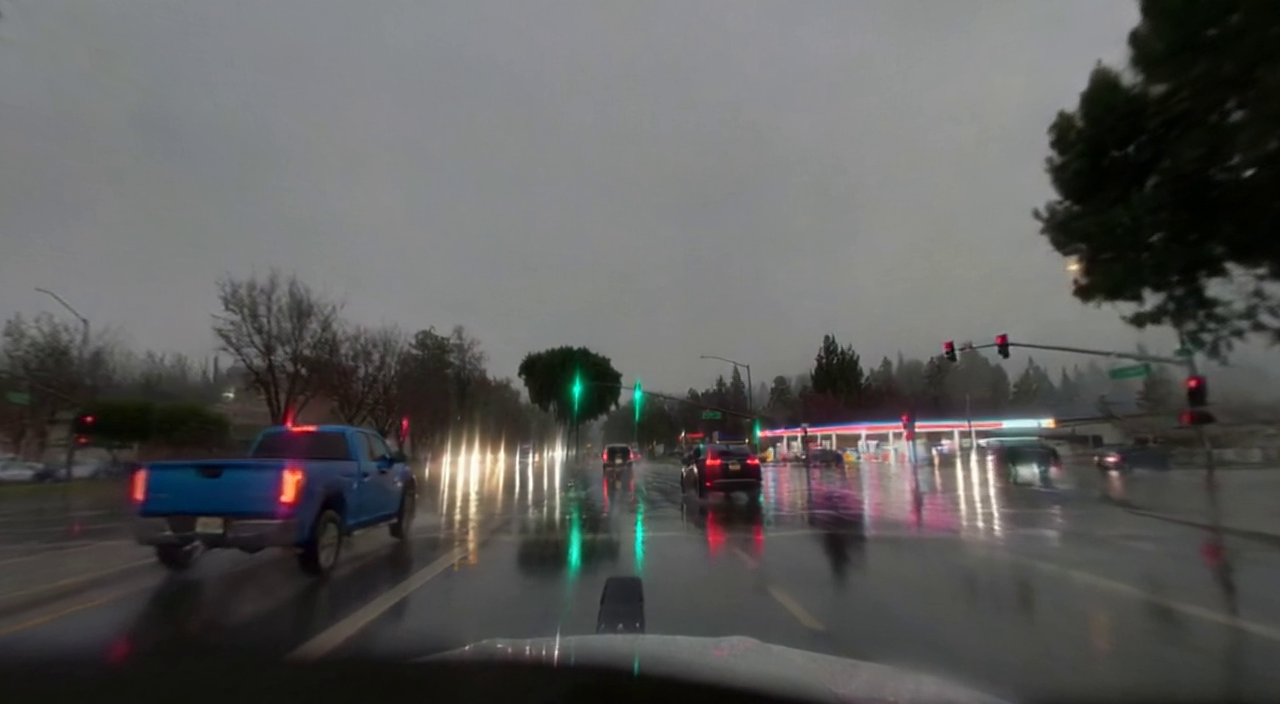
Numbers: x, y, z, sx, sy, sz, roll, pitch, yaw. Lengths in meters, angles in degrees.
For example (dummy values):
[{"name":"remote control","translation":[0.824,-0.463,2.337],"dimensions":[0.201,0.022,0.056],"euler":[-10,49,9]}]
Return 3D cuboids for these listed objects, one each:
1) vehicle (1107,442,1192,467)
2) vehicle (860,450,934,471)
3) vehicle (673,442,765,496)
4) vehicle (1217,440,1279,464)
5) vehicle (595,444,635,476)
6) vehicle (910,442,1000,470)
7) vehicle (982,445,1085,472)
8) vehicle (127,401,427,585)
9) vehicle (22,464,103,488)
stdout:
[{"name":"vehicle","translation":[36.379,7.292,45.131],"dimensions":[4.718,1.706,1.928],"euler":[2,-9,-9]},{"name":"vehicle","translation":[19.264,8.121,47.446],"dimensions":[4.637,1.443,2.050],"euler":[0,-8,-2]},{"name":"vehicle","translation":[2.318,3.598,19.859],"dimensions":[2.061,1.487,4.462],"euler":[1,-9,-4]},{"name":"vehicle","translation":[45.970,7.400,46.824],"dimensions":[4.535,1.712,2.181],"euler":[1,-9,-9]},{"name":"vehicle","translation":[-1.379,5.742,33.891],"dimensions":[2.029,1.605,3.827],"euler":[1,-9,-4]},{"name":"vehicle","translation":[21.203,6.989,42.603],"dimensions":[4.950,1.760,2.213],"euler":[1,-9,-9]},{"name":"vehicle","translation":[22.525,6.087,36.235],"dimensions":[4.789,1.455,1.986],"euler":[2,-9,-9]},{"name":"vehicle","translation":[-4.812,1.930,9.648],"dimensions":[2.195,1.905,5.634],"euler":[2,-9,-11]},{"name":"vehicle","translation":[-39.641,8.473,43.521],"dimensions":[1.802,1.447,4.432],"euler":[1,-9,-8]}]
